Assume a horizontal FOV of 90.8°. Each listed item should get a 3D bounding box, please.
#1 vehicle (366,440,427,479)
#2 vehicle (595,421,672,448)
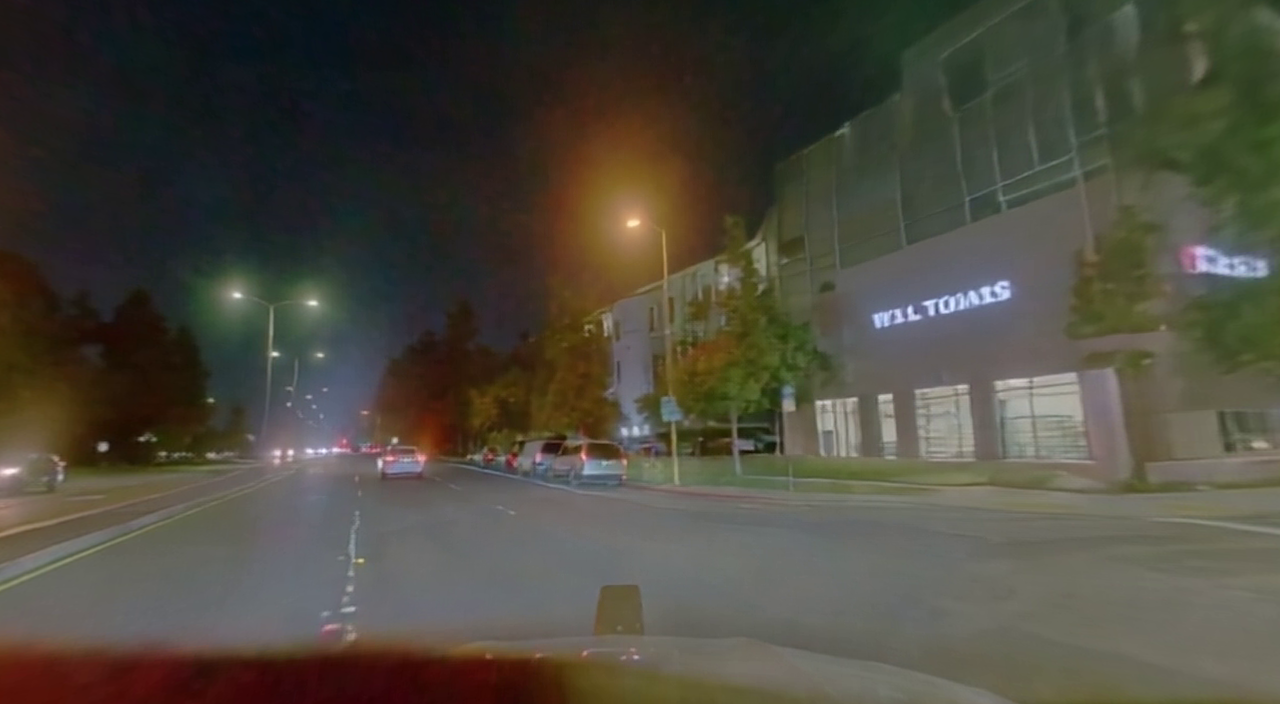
[{"bbox_3d":[-11.413,4.943,29.450,2.197,1.642,4.312,4,-9,-26],"label":"vehicle"},{"bbox_3d":[-0.432,5.735,43.653,4.851,1.737,2.189,4,-9,-27],"label":"vehicle"}]
